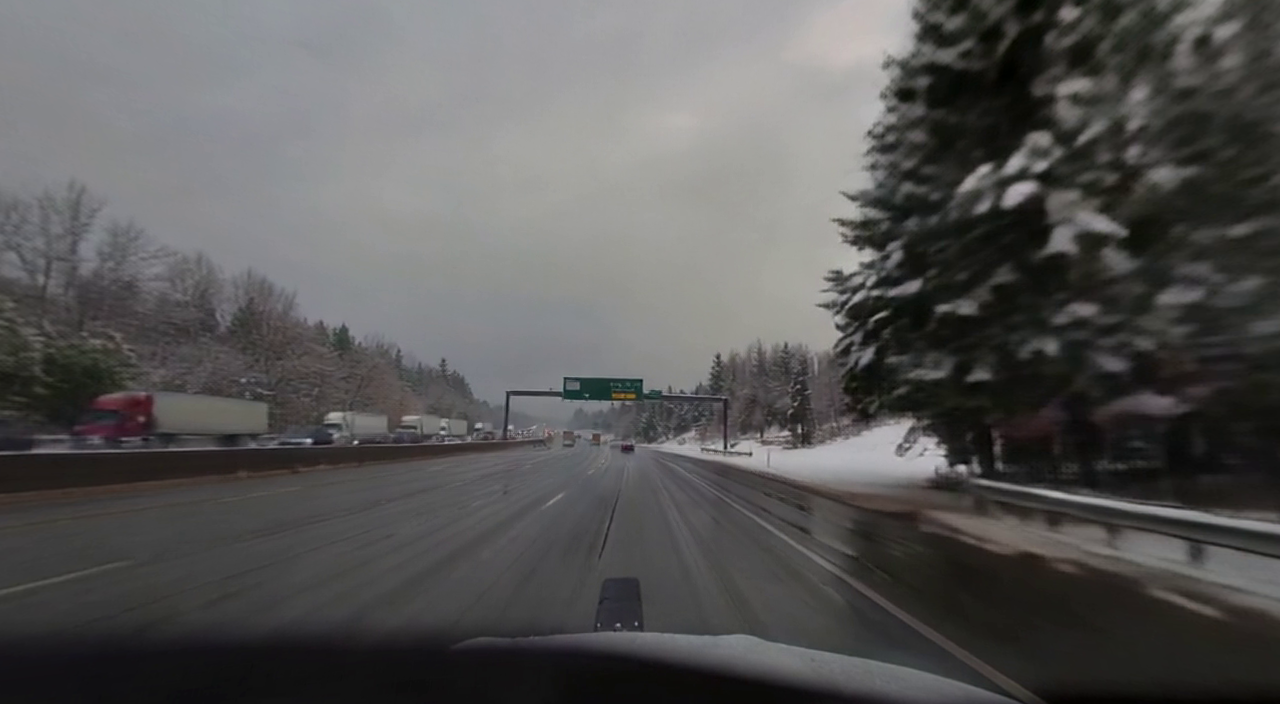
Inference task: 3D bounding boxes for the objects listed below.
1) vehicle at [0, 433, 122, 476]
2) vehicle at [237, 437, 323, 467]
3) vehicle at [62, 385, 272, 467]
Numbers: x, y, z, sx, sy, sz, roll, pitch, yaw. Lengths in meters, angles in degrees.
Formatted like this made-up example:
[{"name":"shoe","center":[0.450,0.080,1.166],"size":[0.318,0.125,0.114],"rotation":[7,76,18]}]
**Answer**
[{"name":"vehicle","center":[-21.506,3.703,23.137],"size":[1.694,1.407,3.871],"rotation":[0,-8,-1]},{"name":"vehicle","center":[-18.389,5.094,32.457],"size":[1.896,1.425,4.391],"rotation":[0,-8,-1]},{"name":"vehicle","center":[-25.671,4.266,35.557],"size":[2.922,3.800,11.932],"rotation":[0,-8,-2]}]
